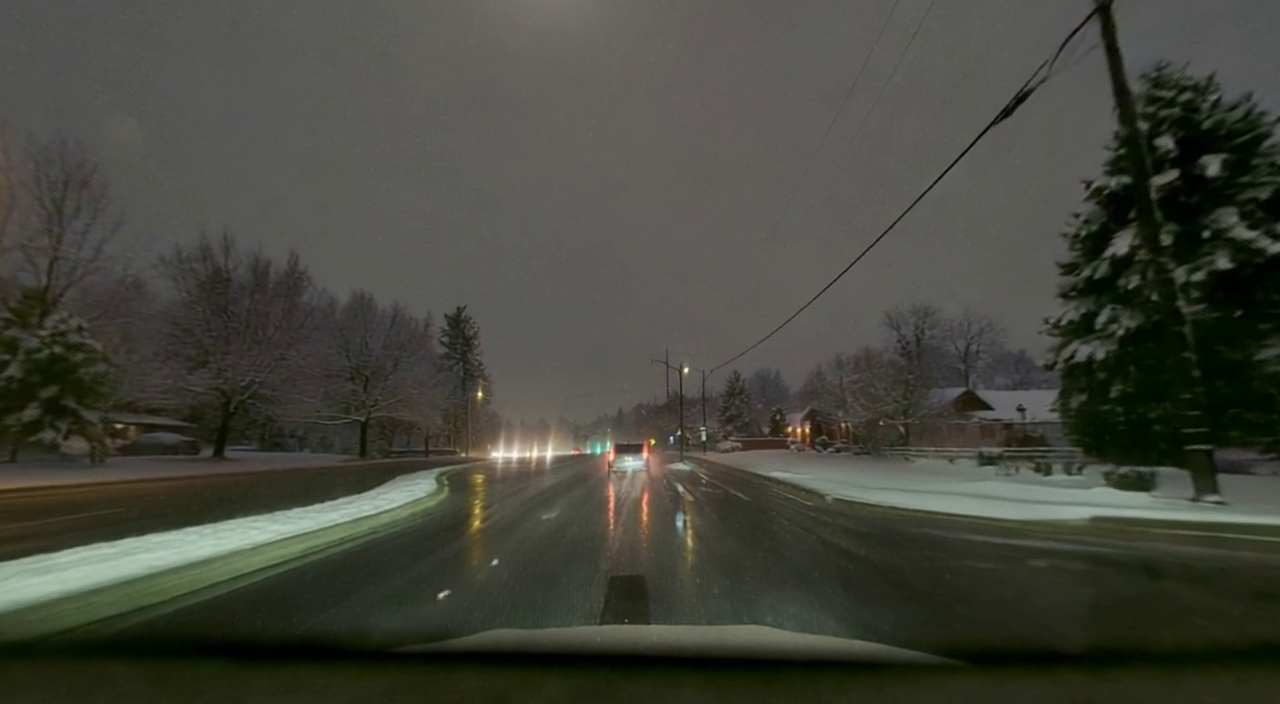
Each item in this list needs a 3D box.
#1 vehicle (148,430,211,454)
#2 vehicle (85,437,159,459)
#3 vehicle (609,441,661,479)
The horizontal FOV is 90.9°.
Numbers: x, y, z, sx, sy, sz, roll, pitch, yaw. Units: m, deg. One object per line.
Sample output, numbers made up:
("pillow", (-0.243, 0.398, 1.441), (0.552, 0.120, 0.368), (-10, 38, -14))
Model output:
("vehicle", (-35.144, 6.845, 48.156), (3.451, 1.541, 1.784), (3, -7, 7))
("vehicle", (-35.077, 6.506, 42.702), (3.471, 1.391, 1.625), (0, -8, -1))
("vehicle", (-0.178, 4.495, 26.600), (2.009, 1.456, 4.003), (0, -8, 1))
